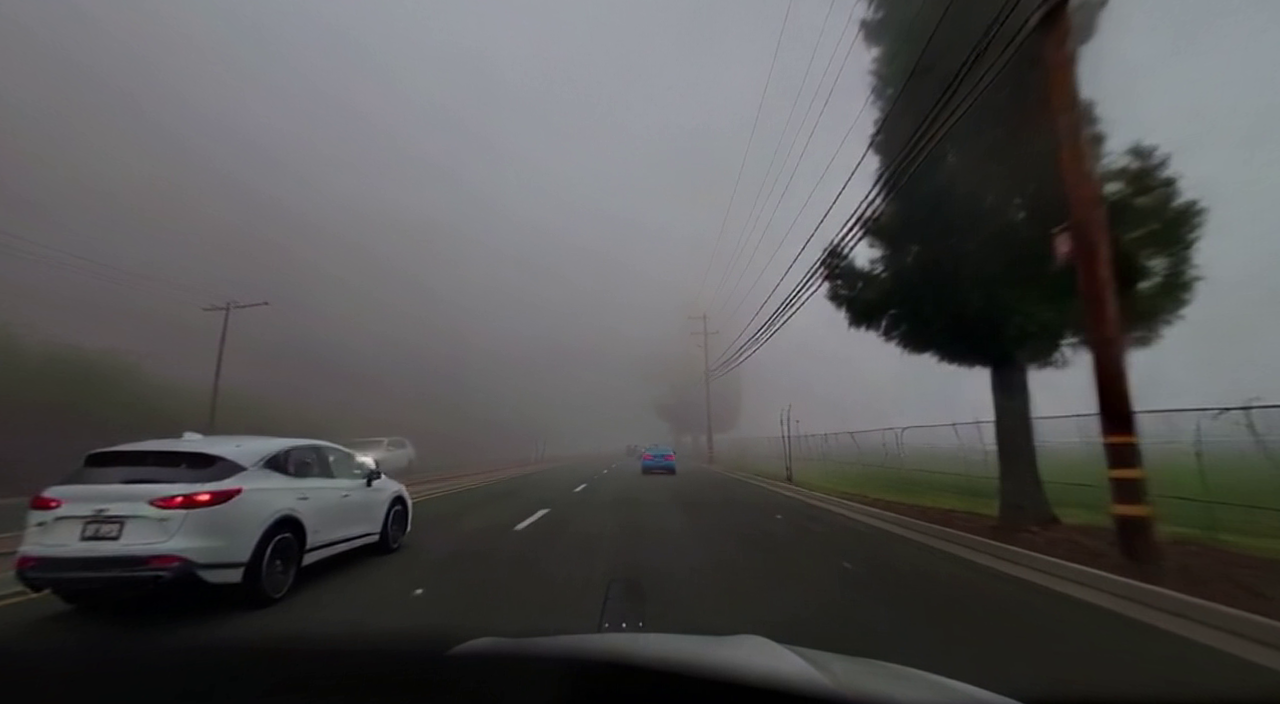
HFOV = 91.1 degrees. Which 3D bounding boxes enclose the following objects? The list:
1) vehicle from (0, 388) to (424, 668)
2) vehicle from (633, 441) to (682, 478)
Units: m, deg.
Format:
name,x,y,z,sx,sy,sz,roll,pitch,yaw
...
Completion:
name,x,y,z,sx,sy,sz,roll,pitch,yaw
vehicle,-3.872,1.392,6.089,1.950,1.692,4.397,0,-8,0
vehicle,0.764,4.770,28.178,2.059,1.486,3.980,-1,-8,1
